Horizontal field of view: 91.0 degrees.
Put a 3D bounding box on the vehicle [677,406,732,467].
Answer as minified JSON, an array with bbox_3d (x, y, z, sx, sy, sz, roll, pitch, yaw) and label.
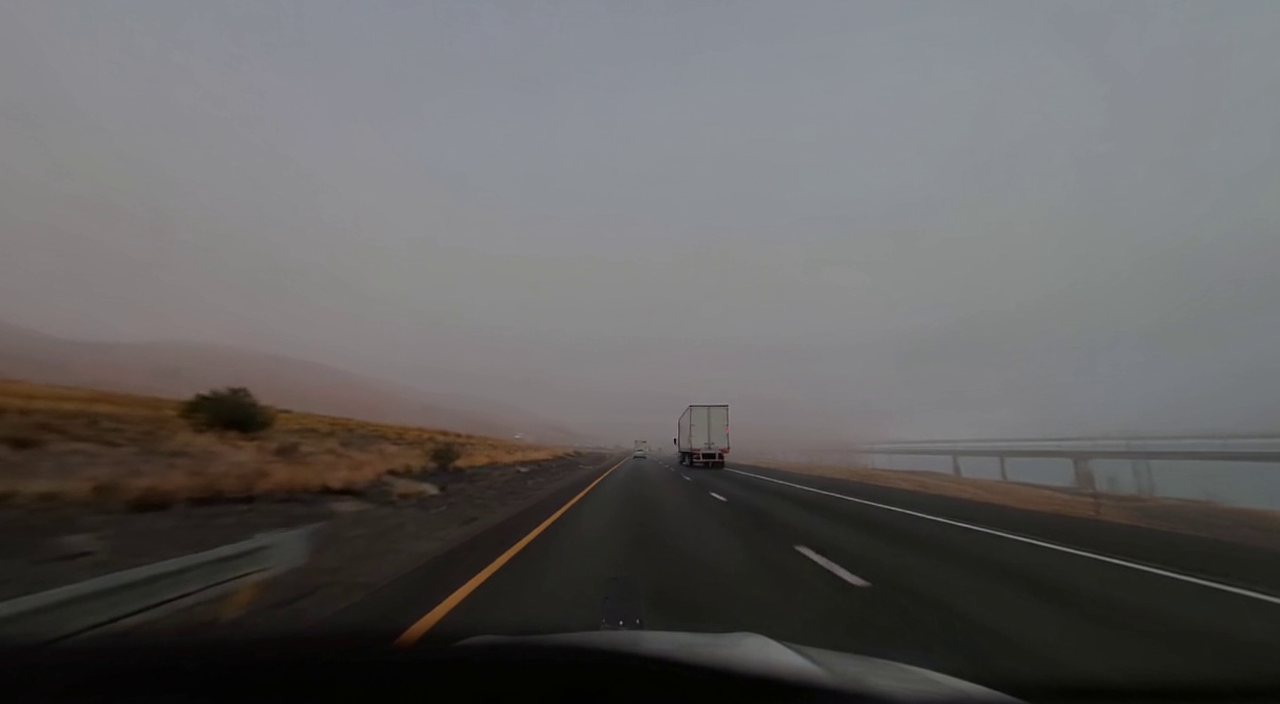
[{"bbox_3d":[4.705,6.699,48.935,3.035,4.005,13.454,0,-9,1],"label":"vehicle"}]
